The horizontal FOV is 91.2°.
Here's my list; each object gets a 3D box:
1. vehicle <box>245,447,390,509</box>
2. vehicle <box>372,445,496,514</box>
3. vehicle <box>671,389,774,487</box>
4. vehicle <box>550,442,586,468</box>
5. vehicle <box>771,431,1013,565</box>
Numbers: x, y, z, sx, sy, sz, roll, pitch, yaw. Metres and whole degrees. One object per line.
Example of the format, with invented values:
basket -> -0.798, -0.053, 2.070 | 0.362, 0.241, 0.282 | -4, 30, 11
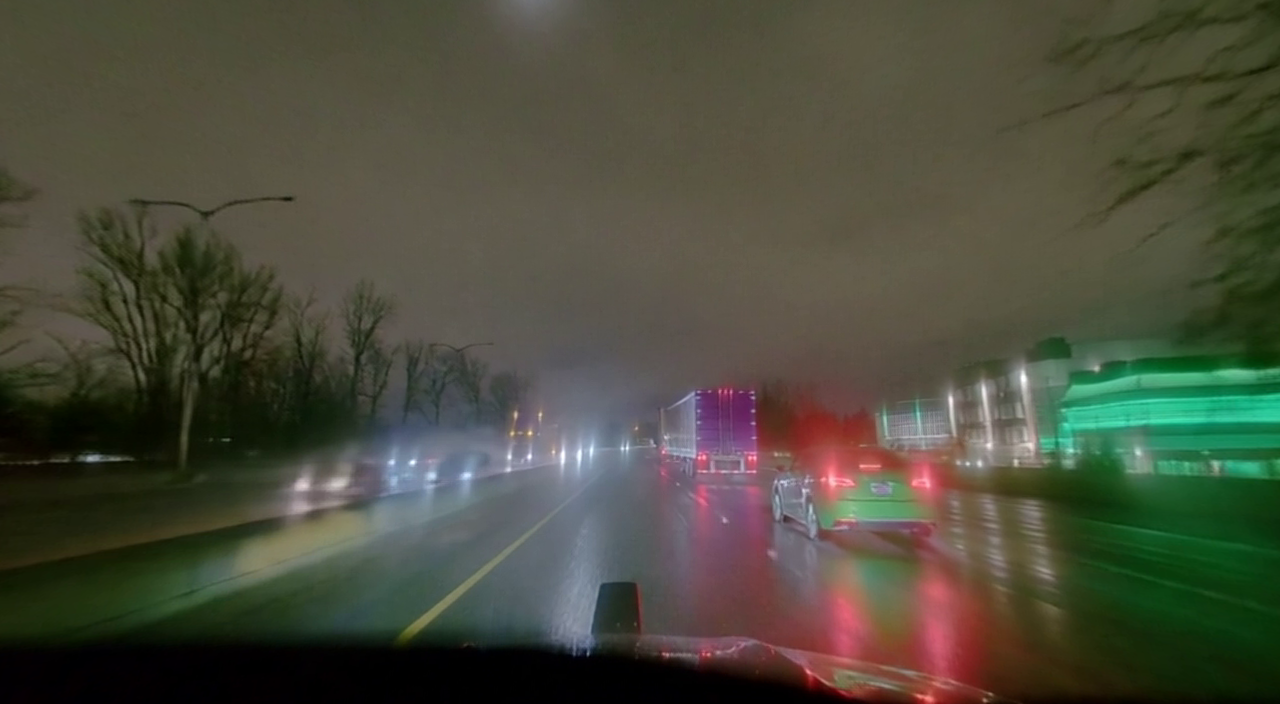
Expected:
vehicle -> -9.026, 3.526, 18.041 | 1.903, 1.521, 4.161 | -1, -9, 1
vehicle -> -5.113, 3.182, 16.126 | 1.817, 1.539, 3.879 | -1, -9, 1
vehicle -> 3.355, 4.241, 30.235 | 2.916, 3.563, 14.462 | 0, -9, 0
vehicle -> -5.335, 7.691, 46.955 | 2.038, 1.801, 4.594 | -1, -9, 1
vehicle -> 3.404, 2.032, 9.420 | 1.971, 1.558, 3.834 | 0, -9, -1
